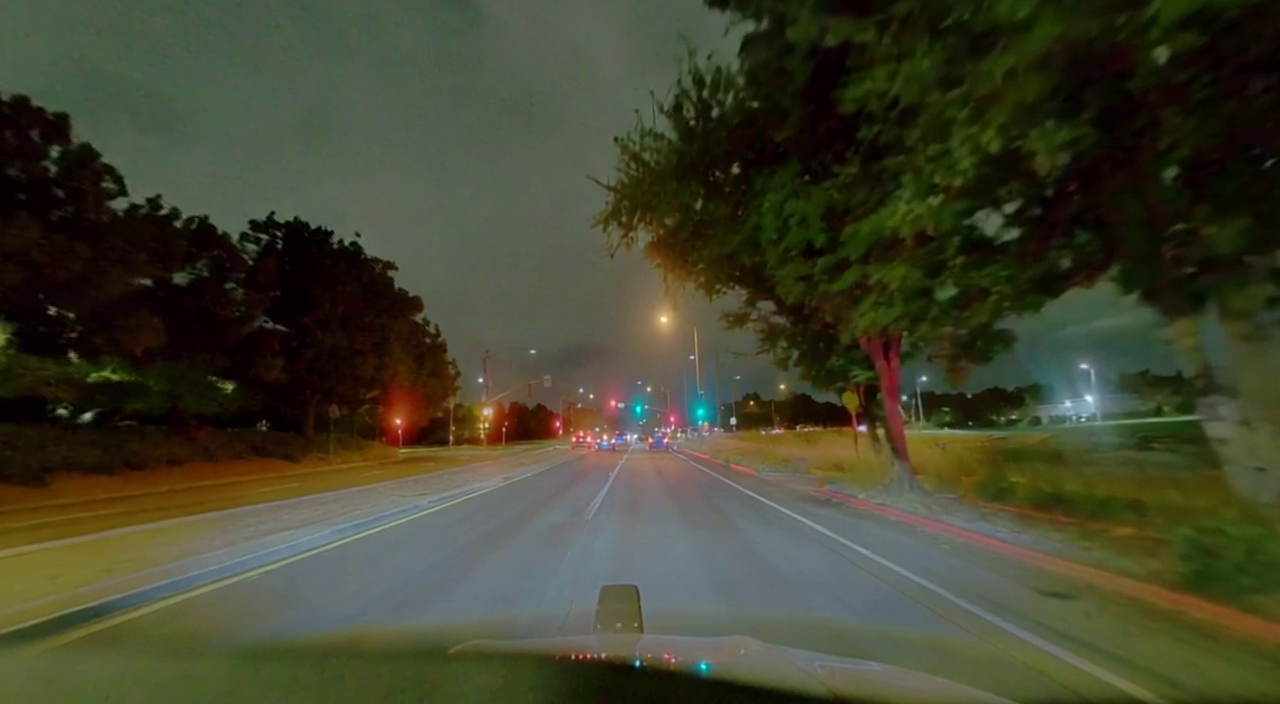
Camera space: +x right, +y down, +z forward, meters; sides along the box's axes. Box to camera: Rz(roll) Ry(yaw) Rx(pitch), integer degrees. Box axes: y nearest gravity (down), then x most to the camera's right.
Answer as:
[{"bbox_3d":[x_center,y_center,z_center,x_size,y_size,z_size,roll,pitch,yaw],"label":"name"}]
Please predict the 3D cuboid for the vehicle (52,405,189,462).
[{"bbox_3d":[-33.530,5.228,40.735,9.036,3.379,2.893,-3,-8,25],"label":"vehicle"}]
